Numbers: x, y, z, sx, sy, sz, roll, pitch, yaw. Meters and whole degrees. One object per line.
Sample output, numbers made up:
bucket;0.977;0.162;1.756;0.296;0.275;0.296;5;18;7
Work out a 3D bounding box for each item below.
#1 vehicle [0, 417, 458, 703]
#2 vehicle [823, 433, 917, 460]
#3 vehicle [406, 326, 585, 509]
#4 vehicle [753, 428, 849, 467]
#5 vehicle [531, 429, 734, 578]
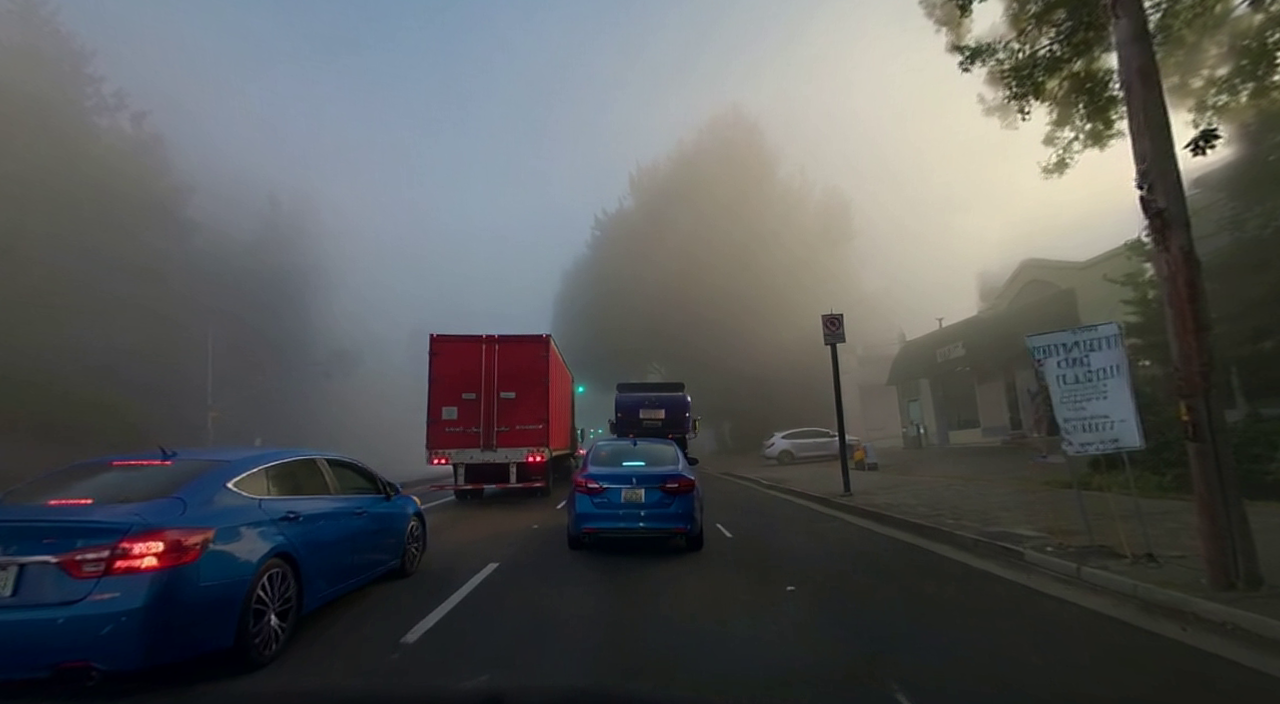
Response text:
vehicle;-3.084;1.352;4.987;1.969;1.471;4.378;0;-8;0
vehicle;12.919;5.339;35.501;4.574;1.478;1.880;0;-8;2
vehicle;-3.279;1.843;16.626;3.020;3.800;7.105;0;-8;0
vehicle;8.171;4.910;32.408;2.061;1.845;4.829;4;-9;-27
vehicle;-0.116;1.854;8.541;2.067;1.506;4.118;0;-8;-1
